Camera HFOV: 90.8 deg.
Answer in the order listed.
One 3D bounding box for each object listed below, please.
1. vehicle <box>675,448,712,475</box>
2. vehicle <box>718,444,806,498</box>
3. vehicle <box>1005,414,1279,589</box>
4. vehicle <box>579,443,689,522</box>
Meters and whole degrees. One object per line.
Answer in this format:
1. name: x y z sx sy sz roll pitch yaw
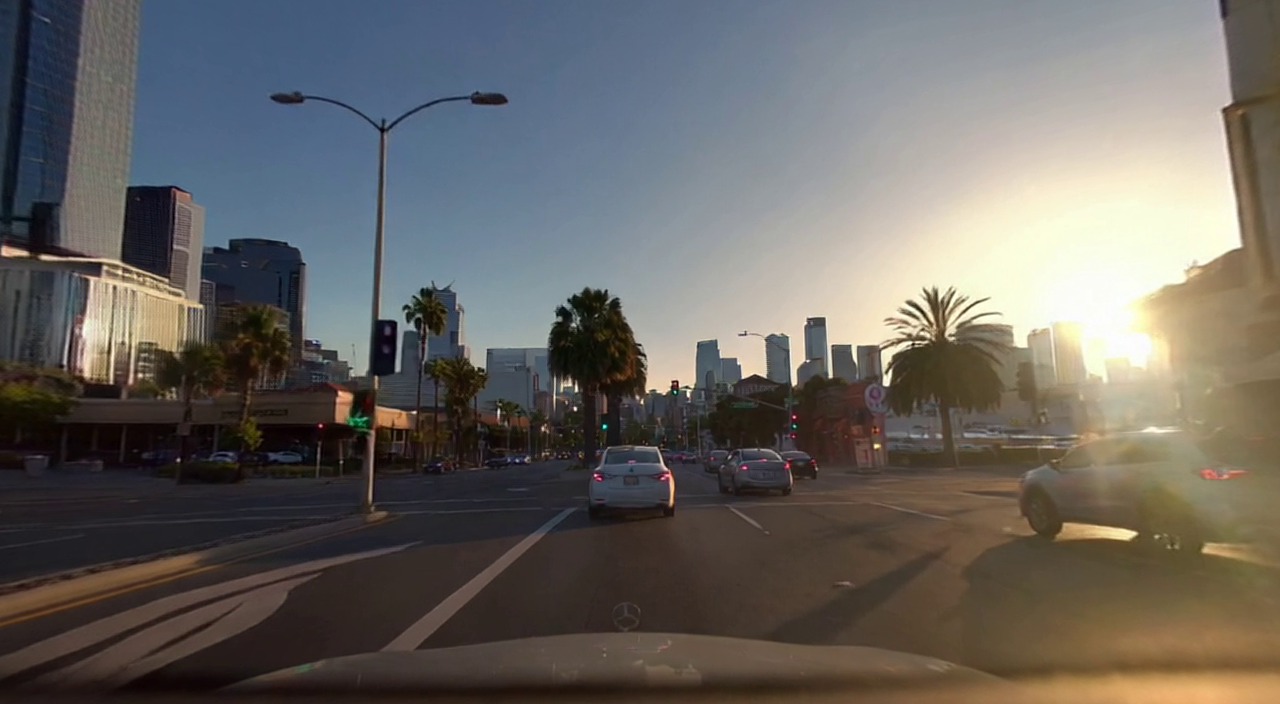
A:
1. vehicle: 3.432 7.139 41.436 2.012 1.570 4.600 0 -8 0
2. vehicle: 3.801 3.770 20.417 1.892 1.532 4.177 0 -8 -2
3. vehicle: 7.000 1.754 8.239 1.940 1.674 4.085 0 -8 -1
4. vehicle: -0.162 2.804 14.177 2.110 1.487 3.873 0 -8 -1
